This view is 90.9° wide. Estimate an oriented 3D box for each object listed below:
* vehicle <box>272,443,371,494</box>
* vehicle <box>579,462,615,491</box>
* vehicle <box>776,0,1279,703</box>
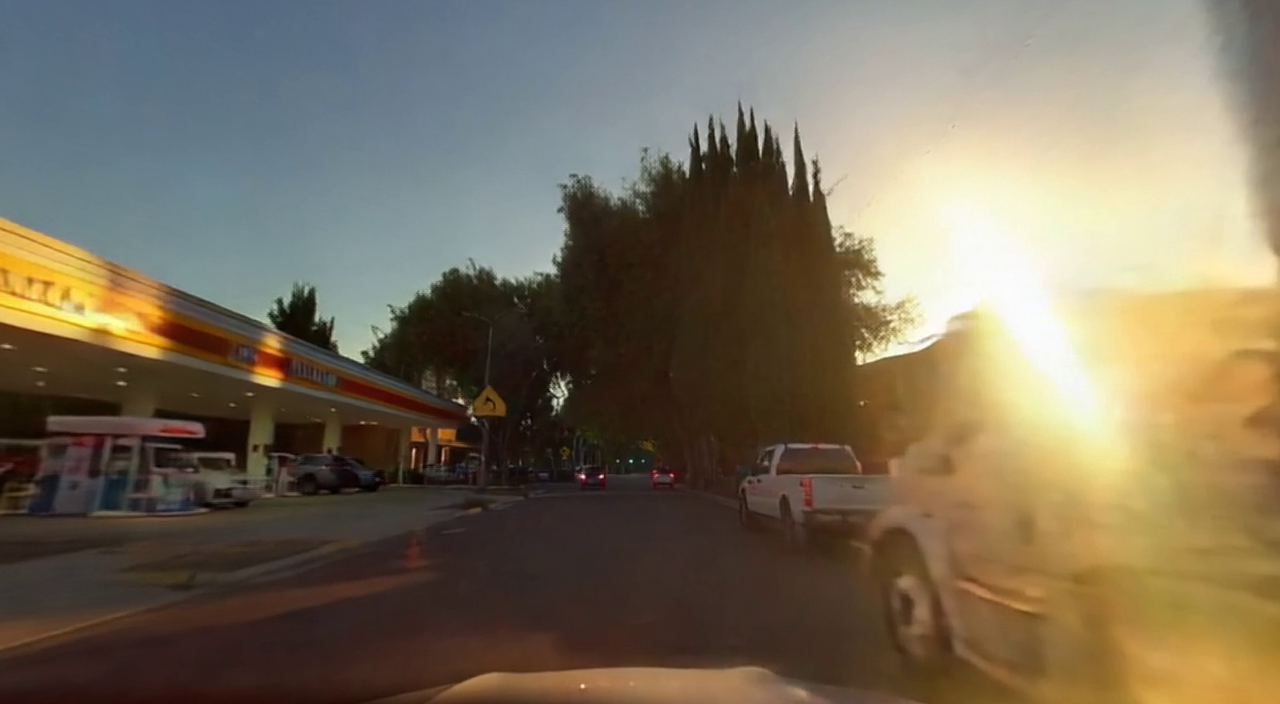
[{"bbox_3d":[-13.209,4.810,26.468,2.062,1.889,4.115,2,-8,-3],"label":"vehicle"},{"bbox_3d":[-2.950,8.690,44.120,2.165,1.889,4.825,1,-11,0],"label":"vehicle"},{"bbox_3d":[3.252,0.463,5.125,3.018,3.962,5.984,0,-11,1],"label":"vehicle"}]
